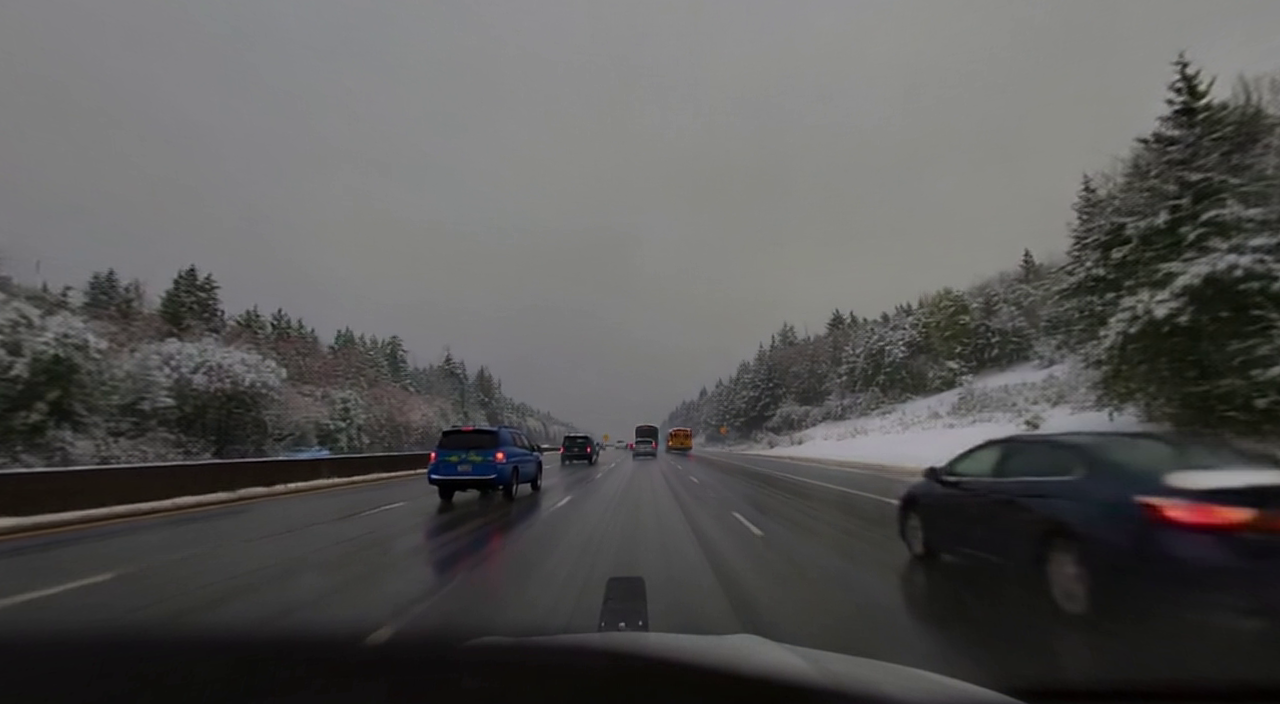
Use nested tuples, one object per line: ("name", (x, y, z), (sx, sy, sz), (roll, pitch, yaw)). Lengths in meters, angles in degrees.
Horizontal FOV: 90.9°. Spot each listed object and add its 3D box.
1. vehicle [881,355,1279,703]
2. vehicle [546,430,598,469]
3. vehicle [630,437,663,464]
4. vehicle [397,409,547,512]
("vehicle", (3.834, 1.168, 4.920), (2.050, 1.661, 4.636), (0, -8, 0))
("vehicle", (-3.370, 4.959, 32.186), (2.155, 1.843, 4.567), (0, -8, 0))
("vehicle", (0.378, 6.323, 40.726), (2.042, 1.632, 3.654), (0, -8, 0))
("vehicle", (-3.476, 2.359, 14.057), (2.016, 1.898, 4.458), (0, -8, 1))
